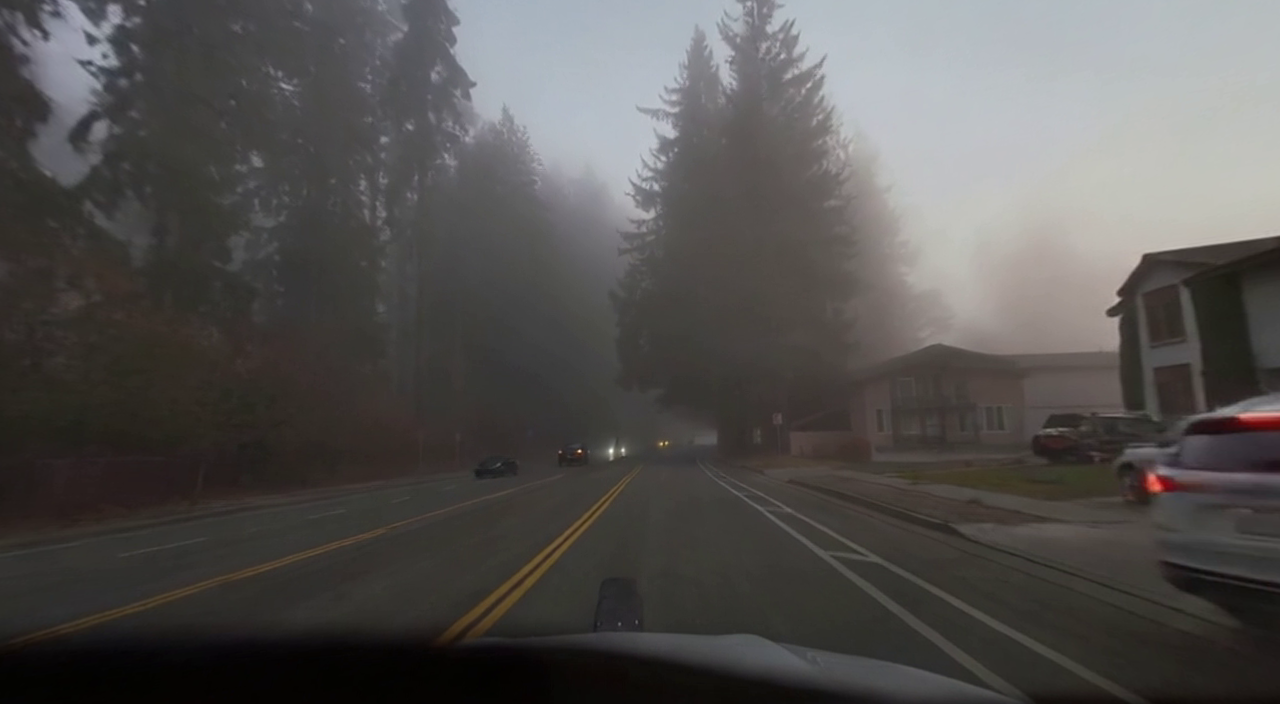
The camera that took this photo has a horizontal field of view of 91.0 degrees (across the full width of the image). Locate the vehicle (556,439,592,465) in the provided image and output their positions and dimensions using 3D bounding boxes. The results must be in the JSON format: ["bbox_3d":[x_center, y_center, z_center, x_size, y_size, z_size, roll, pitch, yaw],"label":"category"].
[{"bbox_3d":[-4.960,7.601,48.007,2.063,1.859,4.812,0,-8,2],"label":"vehicle"}]

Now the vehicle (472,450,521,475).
[{"bbox_3d":[-8.958,6.932,39.763,1.865,1.441,4.422,0,-8,3],"label":"vehicle"}]

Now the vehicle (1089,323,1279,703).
[{"bbox_3d":[4.973,0.899,3.673,4.724,1.862,2.268,5,-10,-36],"label":"vehicle"}]
